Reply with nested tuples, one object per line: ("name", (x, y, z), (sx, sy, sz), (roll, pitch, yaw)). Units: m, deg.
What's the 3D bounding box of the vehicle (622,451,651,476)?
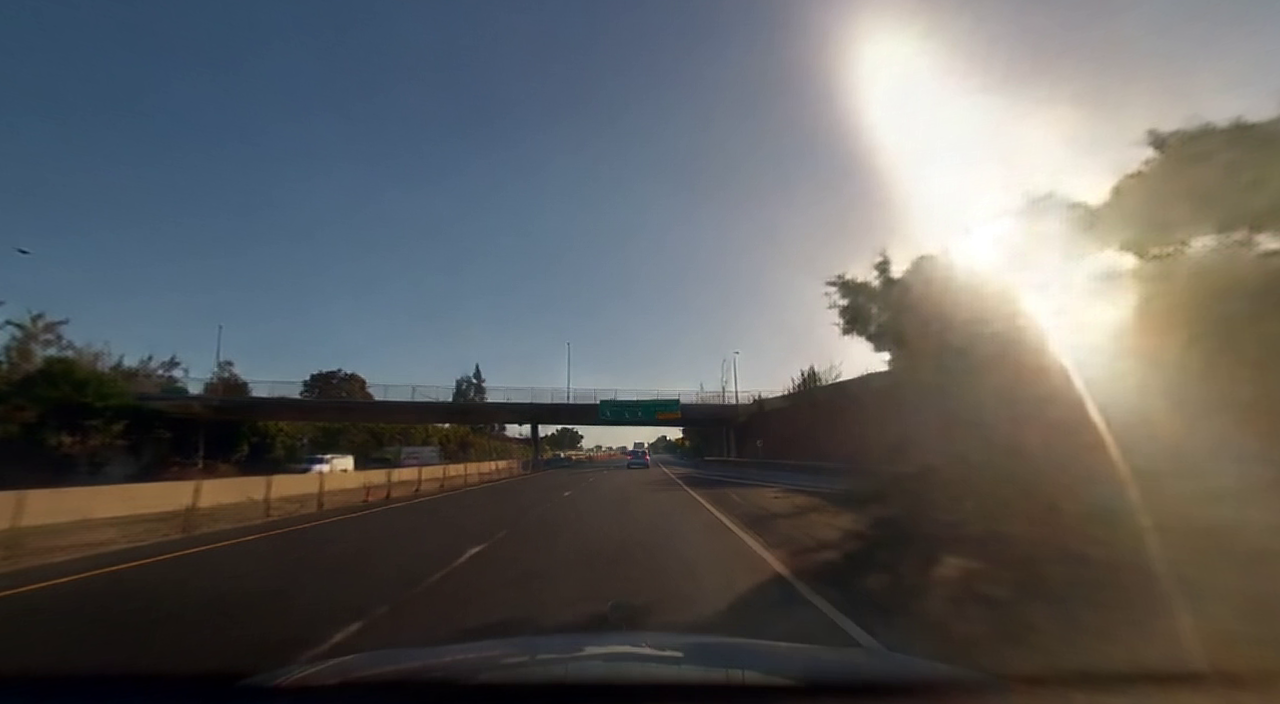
("vehicle", (-0.173, 6.842, 38.843), (1.695, 1.437, 3.506), (0, -9, 1))
